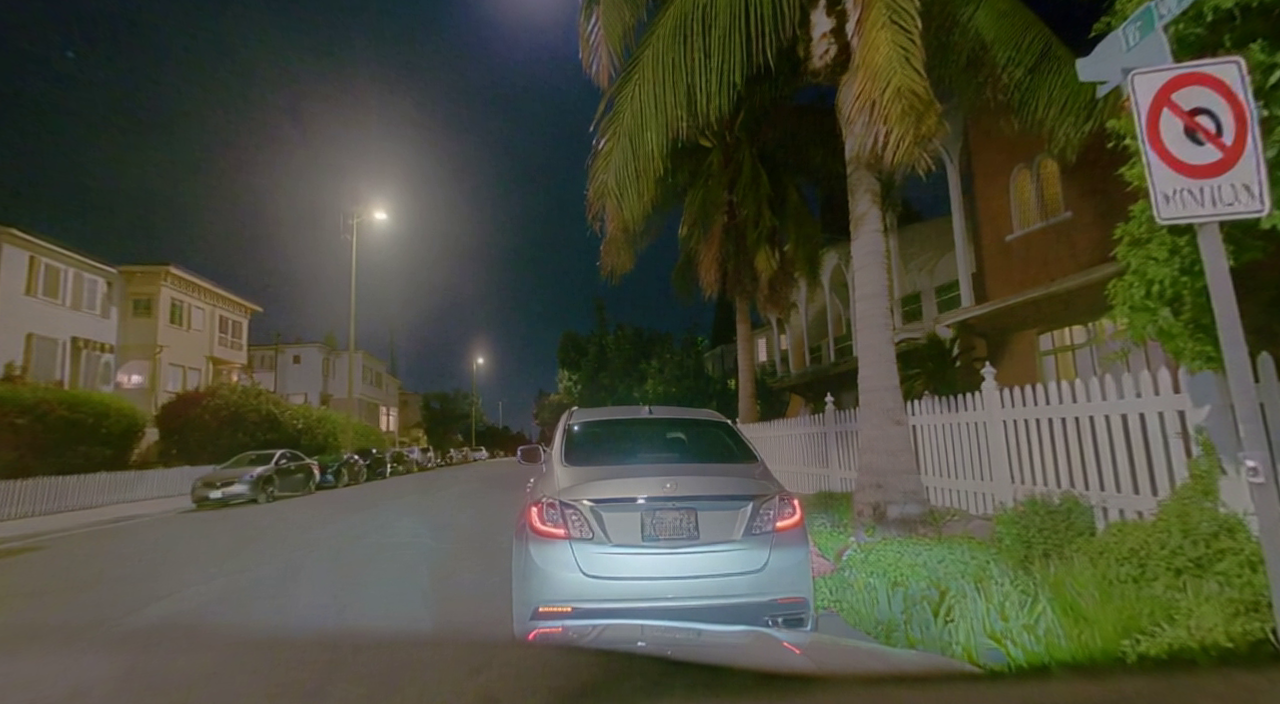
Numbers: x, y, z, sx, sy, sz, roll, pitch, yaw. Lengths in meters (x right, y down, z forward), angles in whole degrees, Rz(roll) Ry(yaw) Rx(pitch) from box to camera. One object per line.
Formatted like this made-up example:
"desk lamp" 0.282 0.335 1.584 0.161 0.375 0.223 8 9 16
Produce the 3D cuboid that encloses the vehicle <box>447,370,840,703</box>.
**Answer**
"vehicle" -0.141 1.219 4.995 1.894 1.695 3.795 1 -8 -6

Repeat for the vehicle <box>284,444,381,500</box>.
"vehicle" -12.162 4.711 25.270 2.048 1.485 4.757 -4 -4 -8

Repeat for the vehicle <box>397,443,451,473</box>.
"vehicle" -13.177 6.463 38.693 2.060 1.689 4.999 1 -8 -7

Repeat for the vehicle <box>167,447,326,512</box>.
"vehicle" -11.403 3.657 18.784 2.017 1.627 5.039 1 -8 -7
